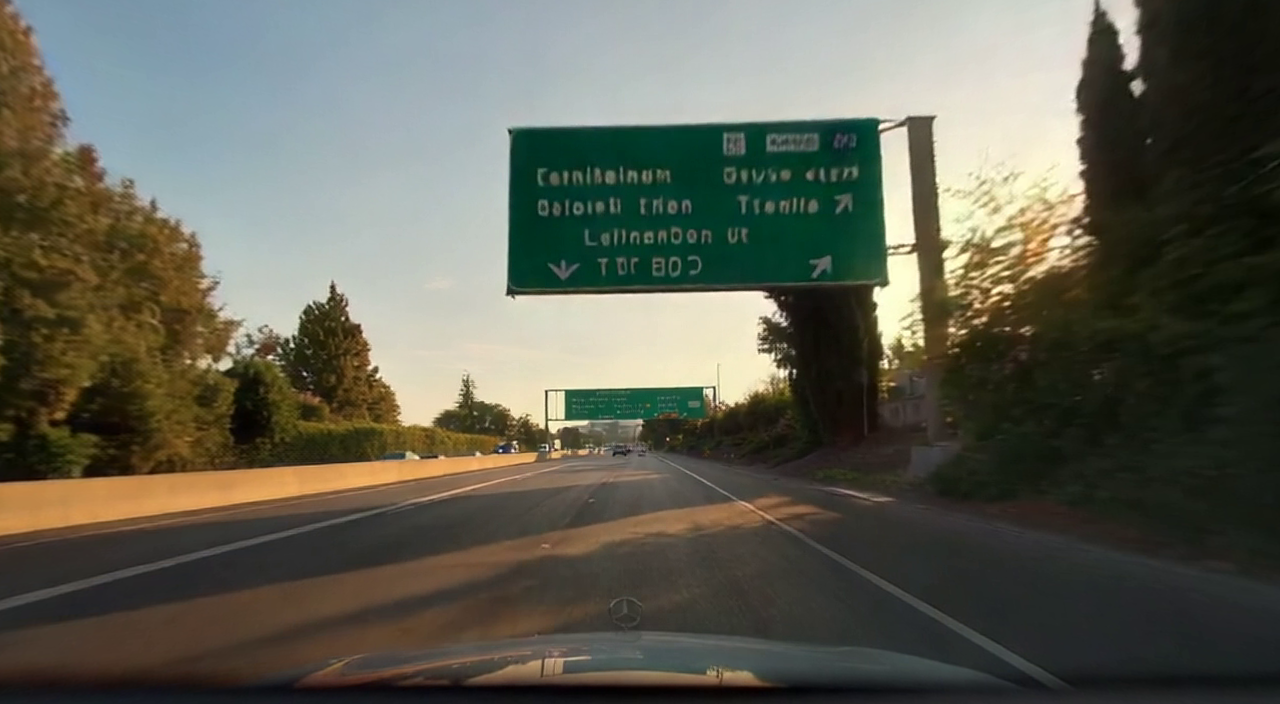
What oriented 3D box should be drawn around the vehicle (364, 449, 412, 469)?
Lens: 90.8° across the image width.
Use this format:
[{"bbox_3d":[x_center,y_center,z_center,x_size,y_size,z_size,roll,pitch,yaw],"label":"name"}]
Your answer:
[{"bbox_3d":[-19.659,8.353,49.489,1.891,1.423,4.418,1,-9,1],"label":"vehicle"}]
